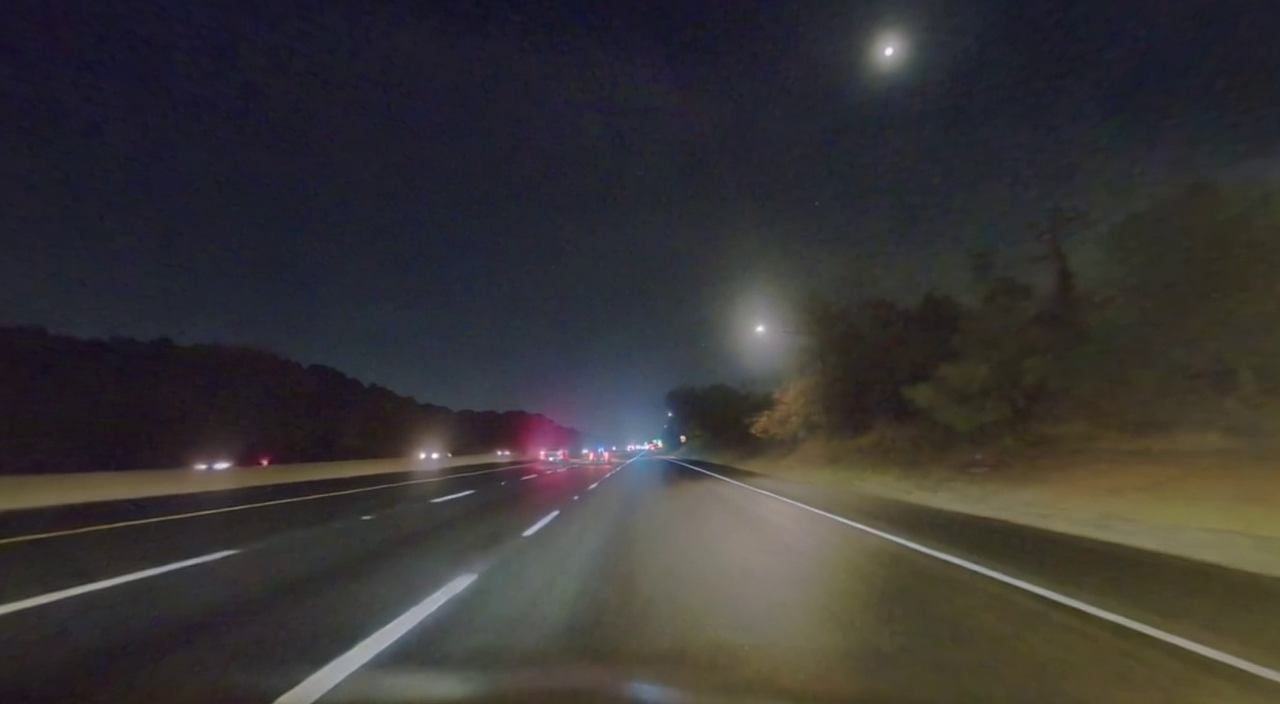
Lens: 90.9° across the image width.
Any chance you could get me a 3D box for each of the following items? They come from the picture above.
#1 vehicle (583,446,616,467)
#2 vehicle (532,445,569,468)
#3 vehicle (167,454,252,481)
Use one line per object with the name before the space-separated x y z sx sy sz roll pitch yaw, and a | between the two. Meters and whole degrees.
vehicle | -3.171 8.216 49.695 2.184 1.554 4.350 -1 -8 2
vehicle | -6.693 7.860 47.581 2.075 1.646 4.405 -1 -8 2
vehicle | -26.530 7.096 39.085 1.887 1.463 4.733 -1 -8 1
